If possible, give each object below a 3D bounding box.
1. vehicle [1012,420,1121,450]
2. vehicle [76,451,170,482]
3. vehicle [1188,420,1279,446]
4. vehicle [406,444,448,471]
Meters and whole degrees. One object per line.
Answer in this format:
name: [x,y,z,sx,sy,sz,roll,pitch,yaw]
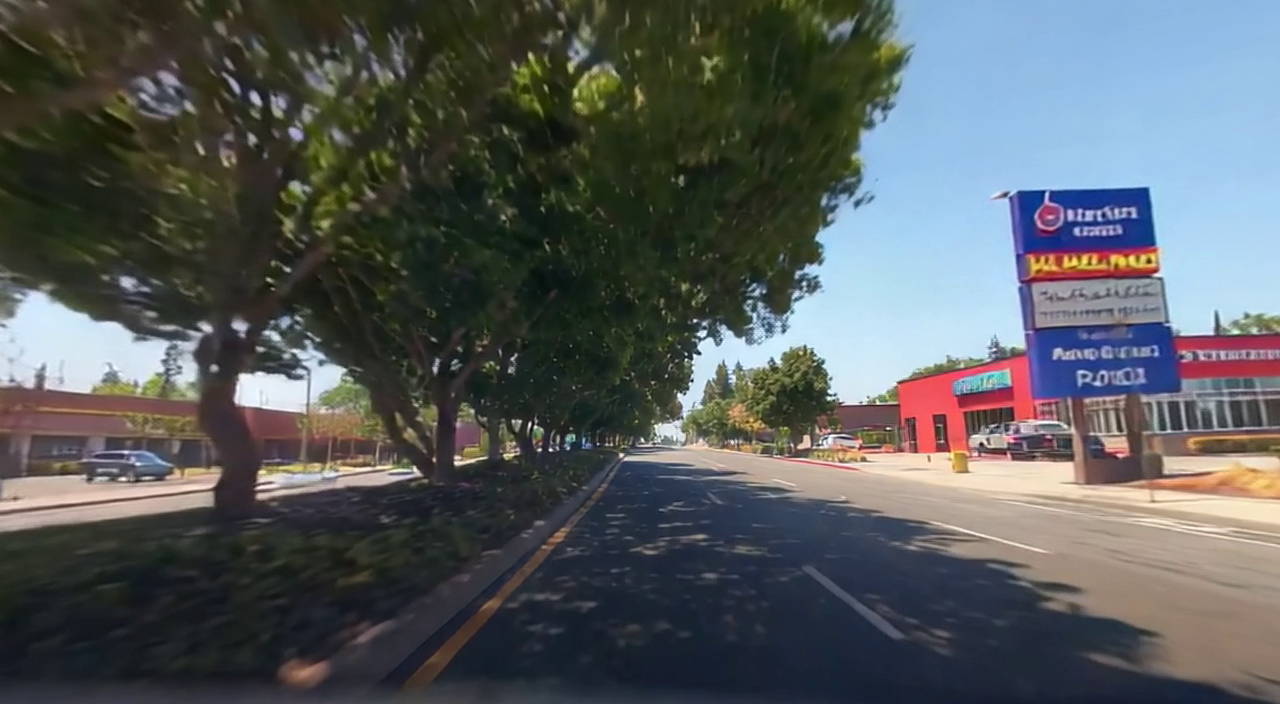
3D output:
vehicle: [21.935,4.301,32.631,4.171,1.492,1.999,0,-8,2]
vehicle: [-26.260,5.763,32.084,4.316,1.464,1.771,-4,-9,23]
vehicle: [34.734,4.673,36.340,4.571,1.486,1.881,0,-8,0]
vehicle: [-12.621,6.251,37.652,2.090,1.502,4.767,2,-9,-16]
